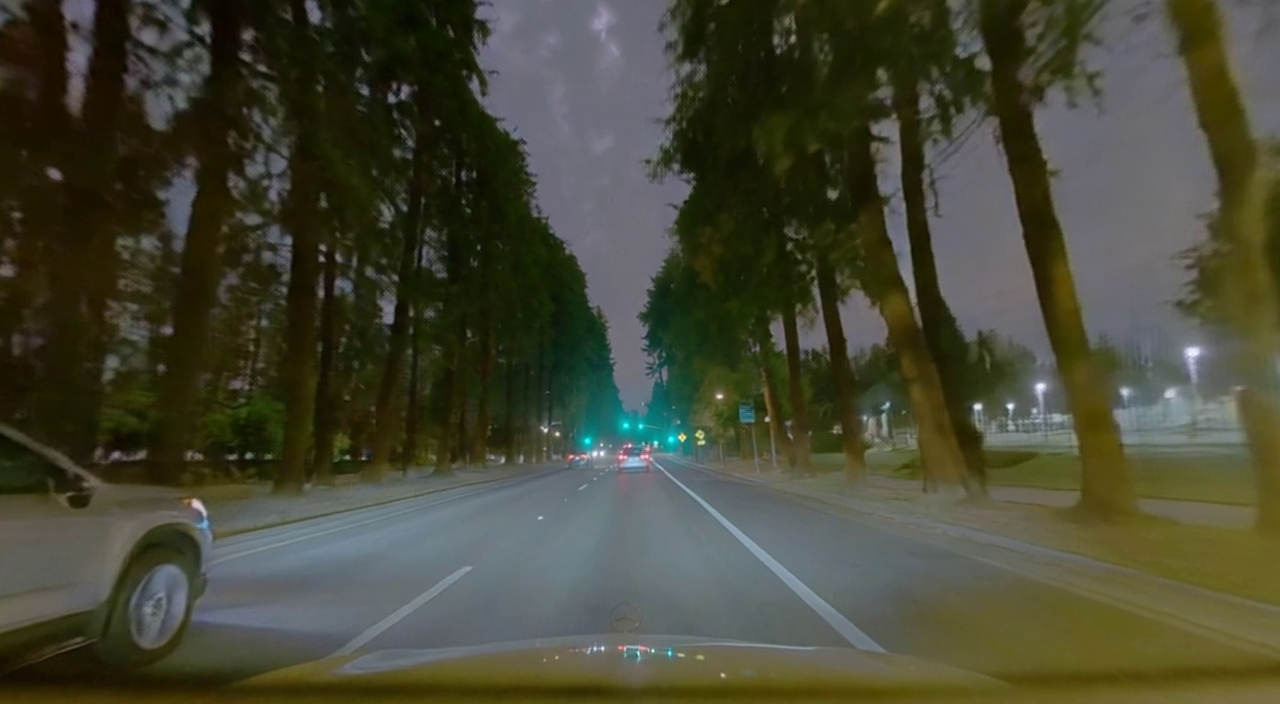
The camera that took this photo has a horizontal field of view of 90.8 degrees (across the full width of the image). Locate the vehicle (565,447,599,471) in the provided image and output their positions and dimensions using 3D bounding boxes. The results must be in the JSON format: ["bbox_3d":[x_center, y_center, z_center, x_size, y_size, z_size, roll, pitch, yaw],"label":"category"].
[{"bbox_3d":[-3.959,7.383,43.694,1.936,1.538,4.016,0,-9,0],"label":"vehicle"}]

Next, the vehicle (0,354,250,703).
[{"bbox_3d":[-4.031,0.830,2.668,1.860,1.741,4.479,0,-9,0],"label":"vehicle"}]

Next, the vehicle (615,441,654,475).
[{"bbox_3d":[-0.319,5.823,34.847,2.018,1.769,3.897,0,-9,0],"label":"vehicle"}]
